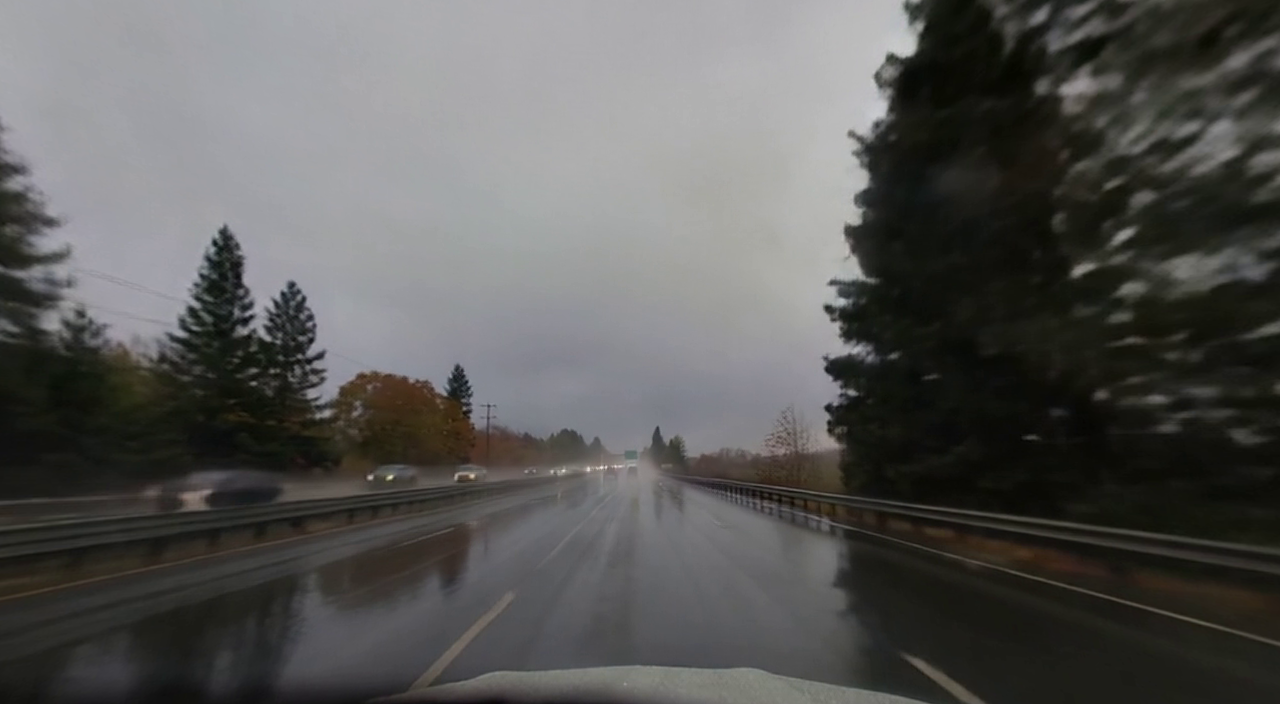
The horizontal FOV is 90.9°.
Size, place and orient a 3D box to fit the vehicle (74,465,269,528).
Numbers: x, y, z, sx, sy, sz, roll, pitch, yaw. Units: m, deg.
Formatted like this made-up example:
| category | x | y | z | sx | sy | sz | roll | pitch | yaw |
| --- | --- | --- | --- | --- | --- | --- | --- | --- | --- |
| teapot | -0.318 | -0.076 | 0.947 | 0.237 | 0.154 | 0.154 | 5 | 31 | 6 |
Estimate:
| category | x | y | z | sx | sy | sz | roll | pitch | yaw |
| --- | --- | --- | --- | --- | --- | --- | --- | --- | --- |
| vehicle | -12.652 | 3.918 | 17.508 | 1.932 | 1.473 | 4.509 | 1 | -11 | 0 |

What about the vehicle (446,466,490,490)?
| category | x | y | z | sx | sy | sz | roll | pitch | yaw |
| --- | --- | --- | --- | --- | --- | --- | --- | --- | --- |
| vehicle | -12.914 | 9.463 | 47.540 | 2.000 | 1.682 | 4.526 | 1 | -11 | 0 |
